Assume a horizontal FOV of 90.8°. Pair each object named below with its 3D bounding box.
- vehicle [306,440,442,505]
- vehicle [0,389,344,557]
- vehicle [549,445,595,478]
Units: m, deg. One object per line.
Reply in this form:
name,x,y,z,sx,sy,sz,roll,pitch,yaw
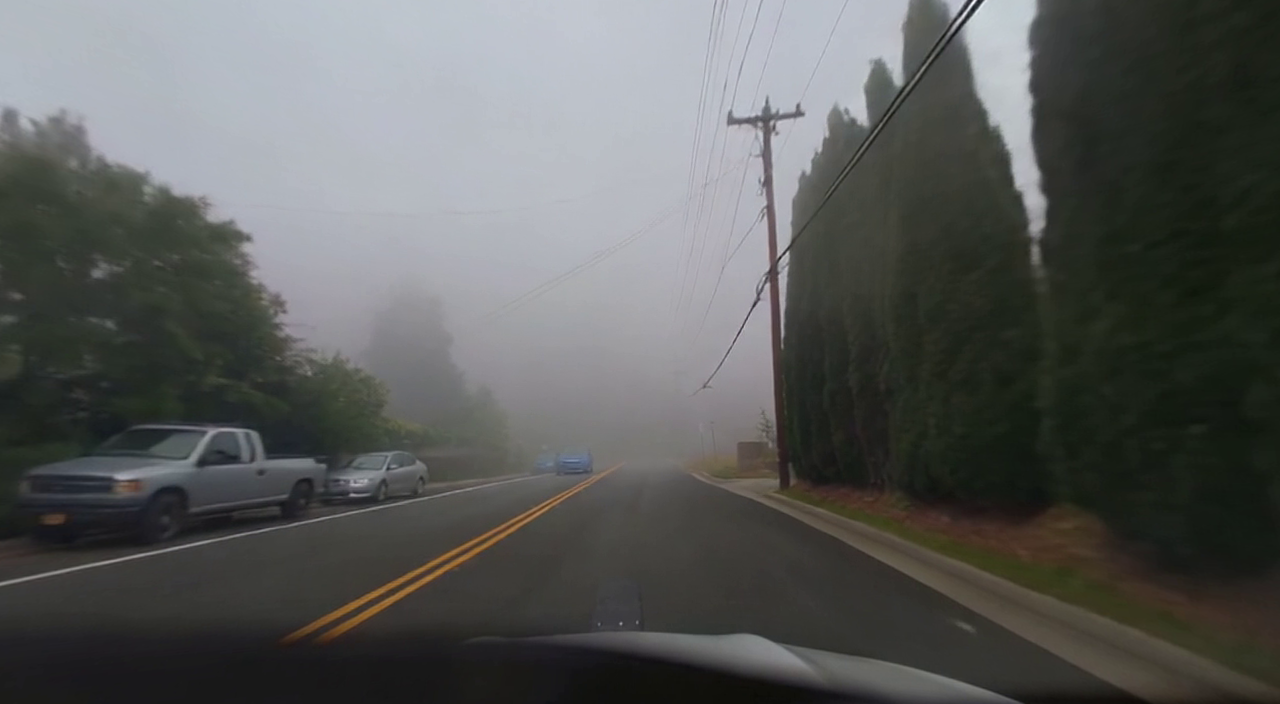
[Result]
vehicle,-7.531,3.519,18.446,1.940,1.514,4.544,-4,-11,1
vehicle,-7.568,1.978,10.886,2.295,1.989,5.055,-7,-9,2
vehicle,-3.821,6.207,36.178,2.109,1.738,4.405,0,-8,0
